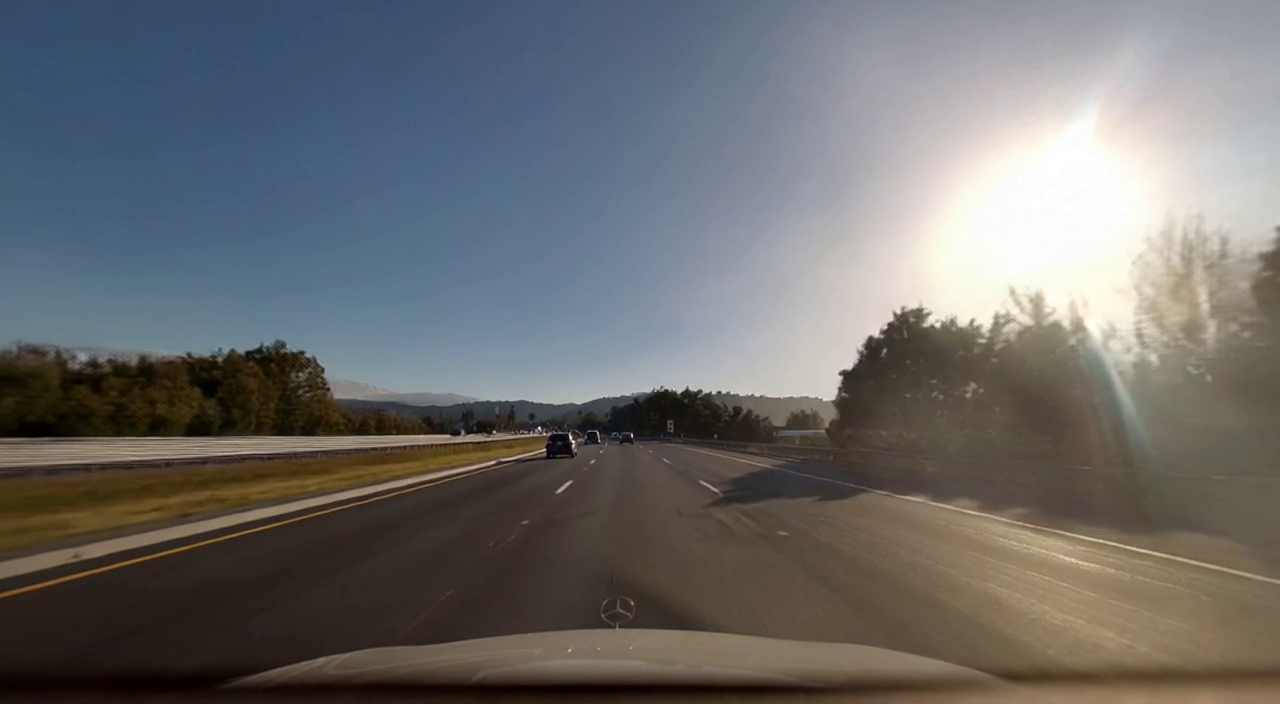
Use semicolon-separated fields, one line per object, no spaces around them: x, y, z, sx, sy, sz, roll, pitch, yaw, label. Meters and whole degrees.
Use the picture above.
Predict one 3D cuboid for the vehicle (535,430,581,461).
-4.461;5.155;35.012;2.062;1.591;4.156;0;-8;-1;vehicle
